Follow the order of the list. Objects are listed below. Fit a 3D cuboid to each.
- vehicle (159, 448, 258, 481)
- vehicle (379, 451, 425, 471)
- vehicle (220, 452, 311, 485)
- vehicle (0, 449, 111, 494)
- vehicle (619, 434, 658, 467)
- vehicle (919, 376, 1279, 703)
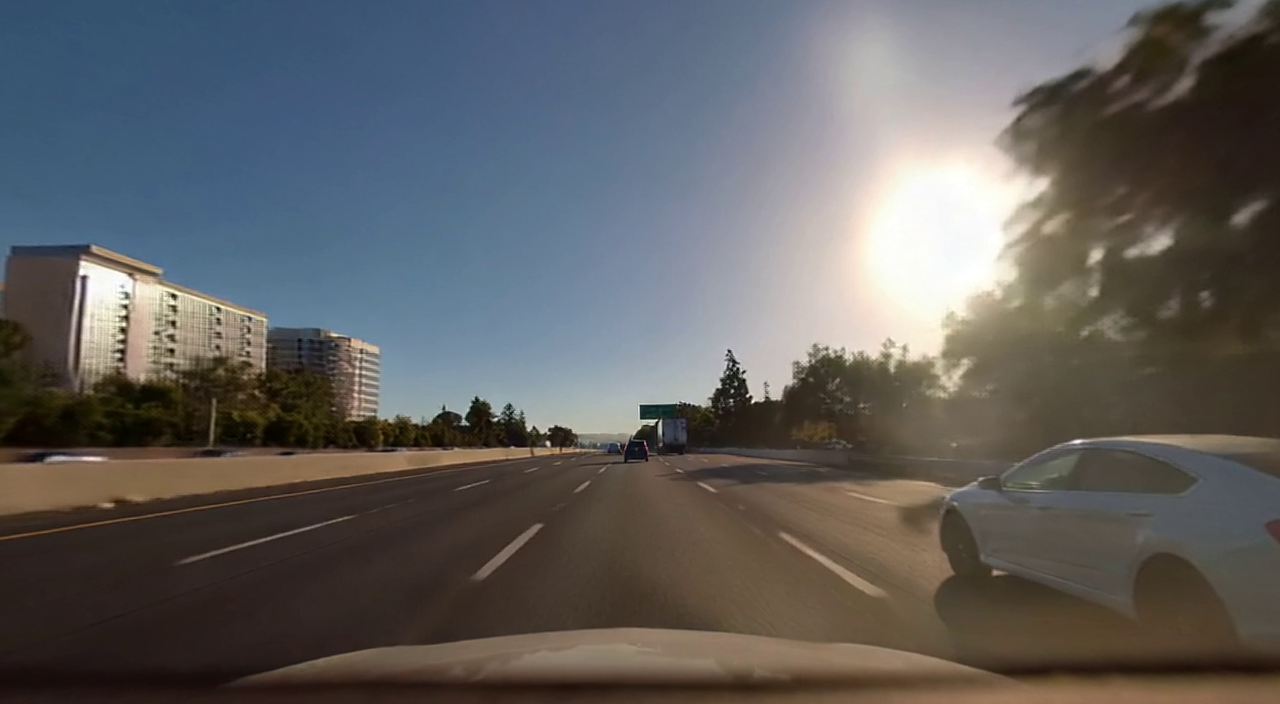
[{"bbox_3d":[-21.690,5.659,32.000,1.855,1.501,4.508,0,-8,-1],"label":"vehicle"},{"bbox_3d":[-18.252,8.349,48.600,1.845,1.436,4.446,0,-8,-1],"label":"vehicle"},{"bbox_3d":[-18.000,5.572,30.623,1.807,1.421,4.310,0,-8,0],"label":"vehicle"},{"bbox_3d":[-24.797,4.822,25.931,1.970,1.642,4.831,0,-8,0],"label":"vehicle"},{"bbox_3d":[-0.121,6.134,39.295,2.297,1.912,4.355,0,-8,-1],"label":"vehicle"},{"bbox_3d":[3.793,1.103,4.084,1.950,1.596,4.326,0,-8,0],"label":"vehicle"}]
